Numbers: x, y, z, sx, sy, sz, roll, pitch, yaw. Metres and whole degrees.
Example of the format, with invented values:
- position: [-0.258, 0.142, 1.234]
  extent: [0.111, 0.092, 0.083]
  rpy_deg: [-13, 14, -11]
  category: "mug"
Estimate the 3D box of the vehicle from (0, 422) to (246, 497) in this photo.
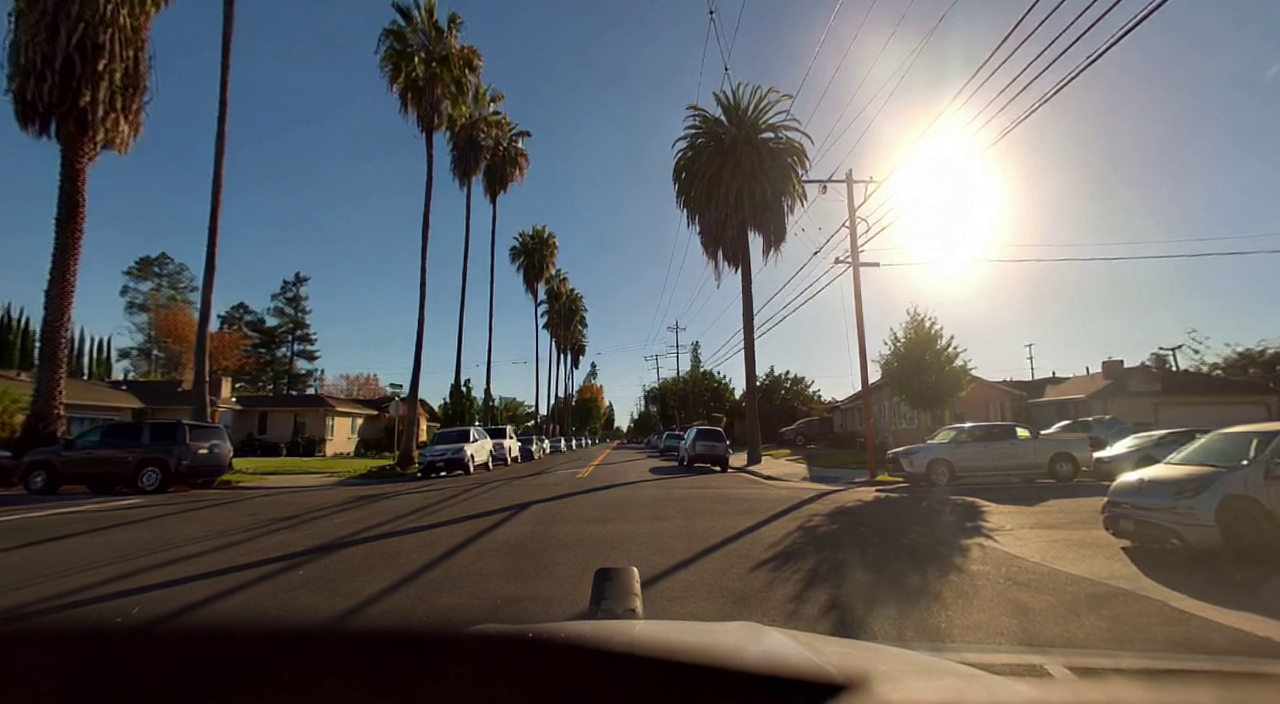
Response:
- position: [-14.812, 3.010, 17.734]
  extent: [5.847, 1.766, 2.392]
  rpy_deg: [-2, -9, -2]
  category: "vehicle"

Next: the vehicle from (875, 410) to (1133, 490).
- position: [10.286, 2.791, 18.219]
  extent: [5.971, 1.967, 2.385]
  rpy_deg: [-1, -9, -5]
  category: "vehicle"

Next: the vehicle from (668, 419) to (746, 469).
- position: [2.697, 3.980, 27.268]
  extent: [2.505, 1.895, 5.805]
  rpy_deg: [0, -9, -2]
  category: "vehicle"

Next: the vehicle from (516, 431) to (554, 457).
- position: [-7.705, 6.838, 46.842]
  extent: [2.178, 1.865, 4.658]
  rpy_deg: [0, -9, -2]
  category: "vehicle"

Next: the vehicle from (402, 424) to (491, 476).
- position: [-7.025, 3.637, 23.512]
  extent: [2.198, 1.724, 4.493]
  rpy_deg: [1, -9, -5]
  category: "vehicle"

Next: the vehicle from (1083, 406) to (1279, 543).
- position: [9.004, 1.636, 8.739]
  extent: [4.181, 1.638, 2.015]
  rpy_deg: [0, -9, -1]
  category: "vehicle"
